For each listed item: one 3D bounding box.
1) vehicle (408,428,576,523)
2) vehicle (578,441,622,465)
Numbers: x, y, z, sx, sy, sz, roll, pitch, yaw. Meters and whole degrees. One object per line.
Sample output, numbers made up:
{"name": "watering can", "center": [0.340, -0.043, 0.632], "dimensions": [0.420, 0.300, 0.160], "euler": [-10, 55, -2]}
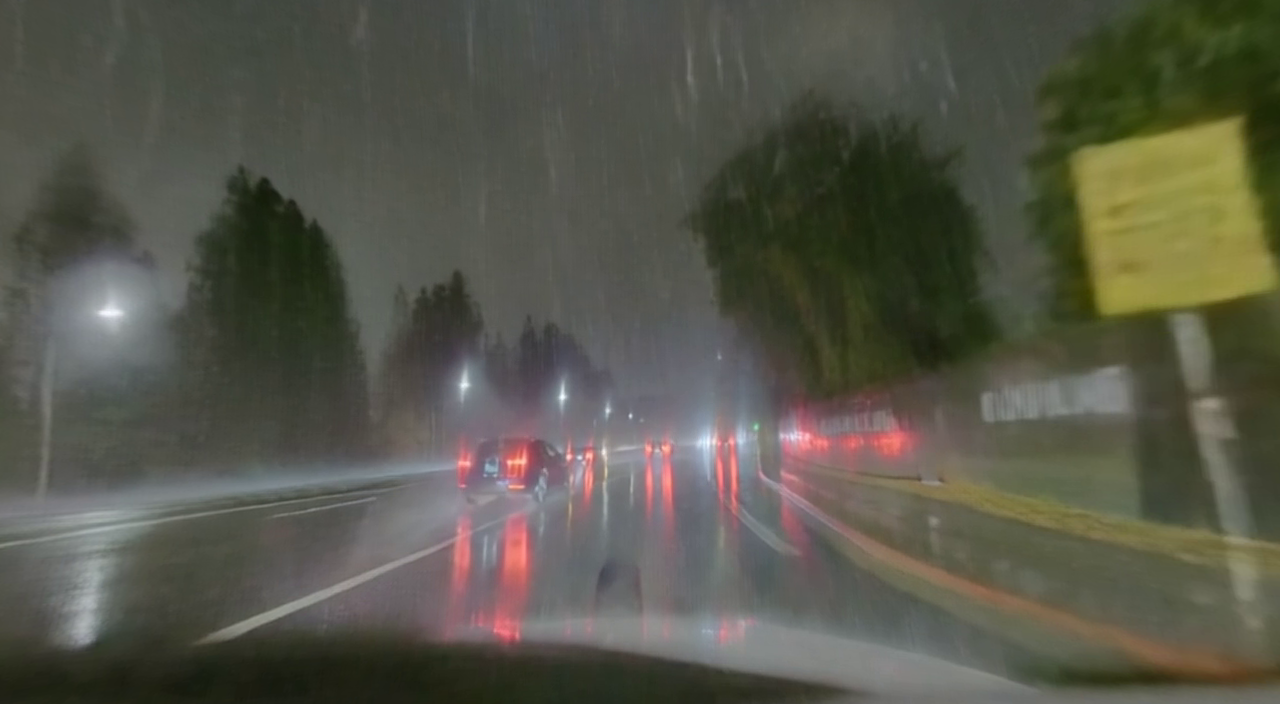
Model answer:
{"name": "vehicle", "center": [-2.870, 2.540, 13.535], "dimensions": [2.082, 1.638, 4.644], "euler": [-2, -8, 6]}
{"name": "vehicle", "center": [-2.531, 6.566, 41.103], "dimensions": [1.860, 1.442, 4.332], "euler": [-2, -9, 11]}
